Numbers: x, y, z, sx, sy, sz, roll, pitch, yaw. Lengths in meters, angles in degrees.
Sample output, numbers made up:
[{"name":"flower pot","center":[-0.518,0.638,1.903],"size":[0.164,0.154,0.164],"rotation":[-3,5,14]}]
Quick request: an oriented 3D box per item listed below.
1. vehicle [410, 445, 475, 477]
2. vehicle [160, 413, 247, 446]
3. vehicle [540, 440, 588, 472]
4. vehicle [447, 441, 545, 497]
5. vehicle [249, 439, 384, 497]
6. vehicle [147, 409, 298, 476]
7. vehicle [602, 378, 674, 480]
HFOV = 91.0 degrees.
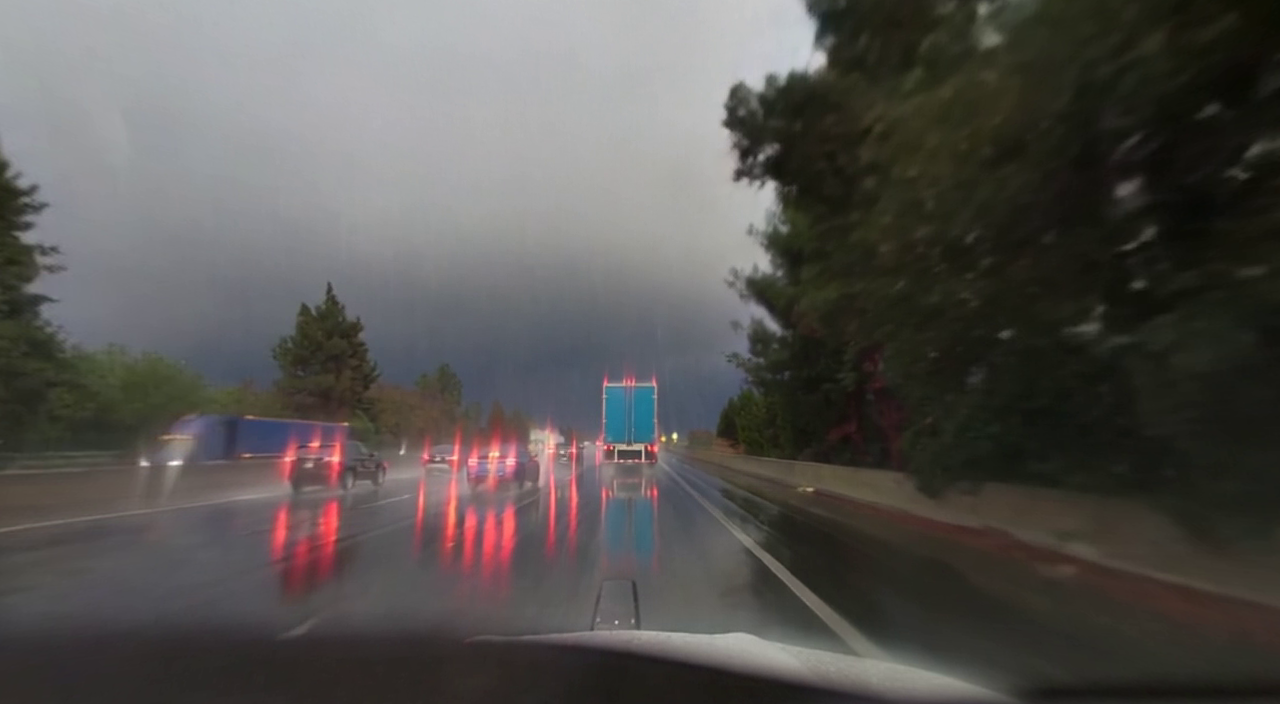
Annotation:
[{"name":"vehicle","center":[-9.898,5.461,31.887],"size":[1.863,1.474,4.278],"rotation":[0,-8,0]},{"name":"vehicle","center":[-25.544,4.510,37.027],"size":[1.864,1.509,4.454],"rotation":[-10,-6,-1]},{"name":"vehicle","center":[-4.171,5.768,35.152],"size":[2.158,1.680,4.087],"rotation":[0,-8,1]},{"name":"vehicle","center":[-4.458,3.659,20.183],"size":[2.164,1.582,3.979],"rotation":[0,-8,0]},{"name":"vehicle","center":[-9.864,3.533,19.613],"size":[1.952,1.590,4.090],"rotation":[-1,-8,1]},{"name":"vehicle","center":[-25.592,5.676,39.508],"size":[2.852,3.598,9.886],"rotation":[0,-8,-1]},{"name":"vehicle","center":[-0.338,3.887,31.001],"size":[2.913,4.113,10.724],"rotation":[0,-8,-3]}]
